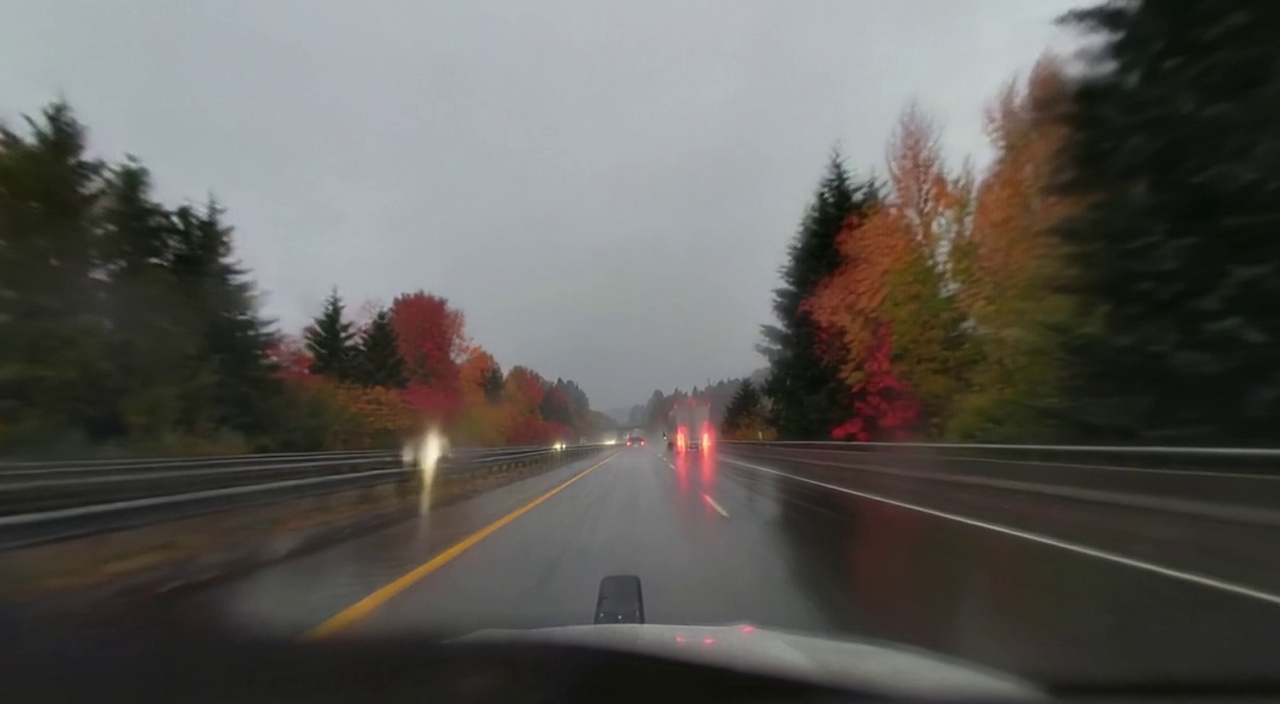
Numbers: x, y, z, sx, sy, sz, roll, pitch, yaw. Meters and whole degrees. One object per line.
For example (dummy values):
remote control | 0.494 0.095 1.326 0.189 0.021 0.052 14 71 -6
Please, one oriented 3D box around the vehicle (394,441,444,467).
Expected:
vehicle | -13.916 6.413 39.718 1.806 1.491 3.826 0 -8 -1
